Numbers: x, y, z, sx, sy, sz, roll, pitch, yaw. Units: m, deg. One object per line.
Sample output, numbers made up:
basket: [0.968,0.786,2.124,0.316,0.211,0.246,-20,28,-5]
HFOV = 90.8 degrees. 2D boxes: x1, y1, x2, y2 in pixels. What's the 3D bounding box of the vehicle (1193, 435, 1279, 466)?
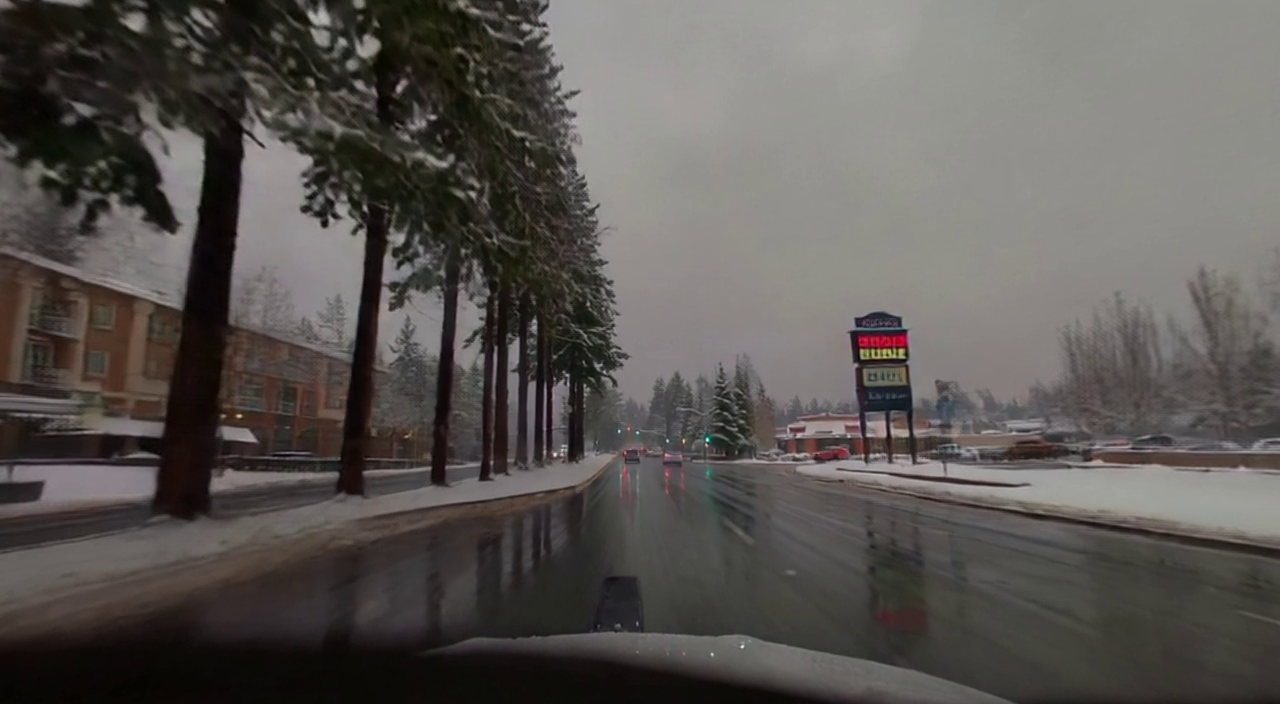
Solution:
vehicle: [34.499,5.503,35.307,2.054,1.684,4.845,6,-10,-33]
